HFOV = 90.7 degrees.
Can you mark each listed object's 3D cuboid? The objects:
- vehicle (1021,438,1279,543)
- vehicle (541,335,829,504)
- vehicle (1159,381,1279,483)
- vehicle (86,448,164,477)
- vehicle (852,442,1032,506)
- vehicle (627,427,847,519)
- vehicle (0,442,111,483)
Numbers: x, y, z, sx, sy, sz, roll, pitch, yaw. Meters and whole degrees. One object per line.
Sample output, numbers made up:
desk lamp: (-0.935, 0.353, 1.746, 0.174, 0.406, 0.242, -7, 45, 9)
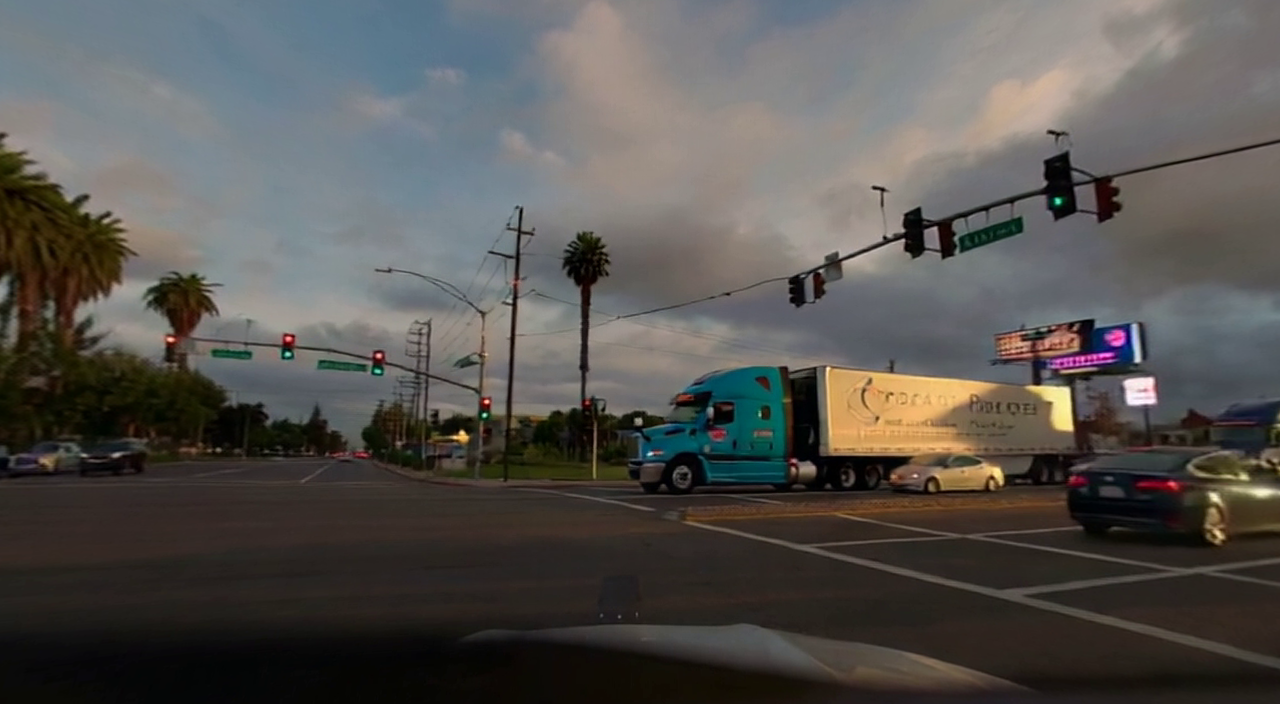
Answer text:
vehicle: (9.434, 2.301, 11.079, 5.114, 1.492, 2.040, 4, -9, -23)
vehicle: (1.443, 2.172, 19.330, 8.167, 4.352, 3.029, 4, -9, -24)
vehicle: (24.623, 3.371, 26.379, 3.372, 3.903, 3.027, 4, -10, -23)
vehicle: (-30.175, 6.446, 37.237, 1.834, 1.521, 4.970, 3, -9, -19)
vehicle: (9.028, 3.578, 18.929, 4.958, 1.510, 1.949, 1, -10, -24)
vehicle: (2.480, 3.018, 16.274, 5.079, 1.893, 2.200, 1, -10, -25)
vehicle: (-27.166, 5.079, 29.523, 2.028, 1.744, 4.876, 3, -9, -19)
